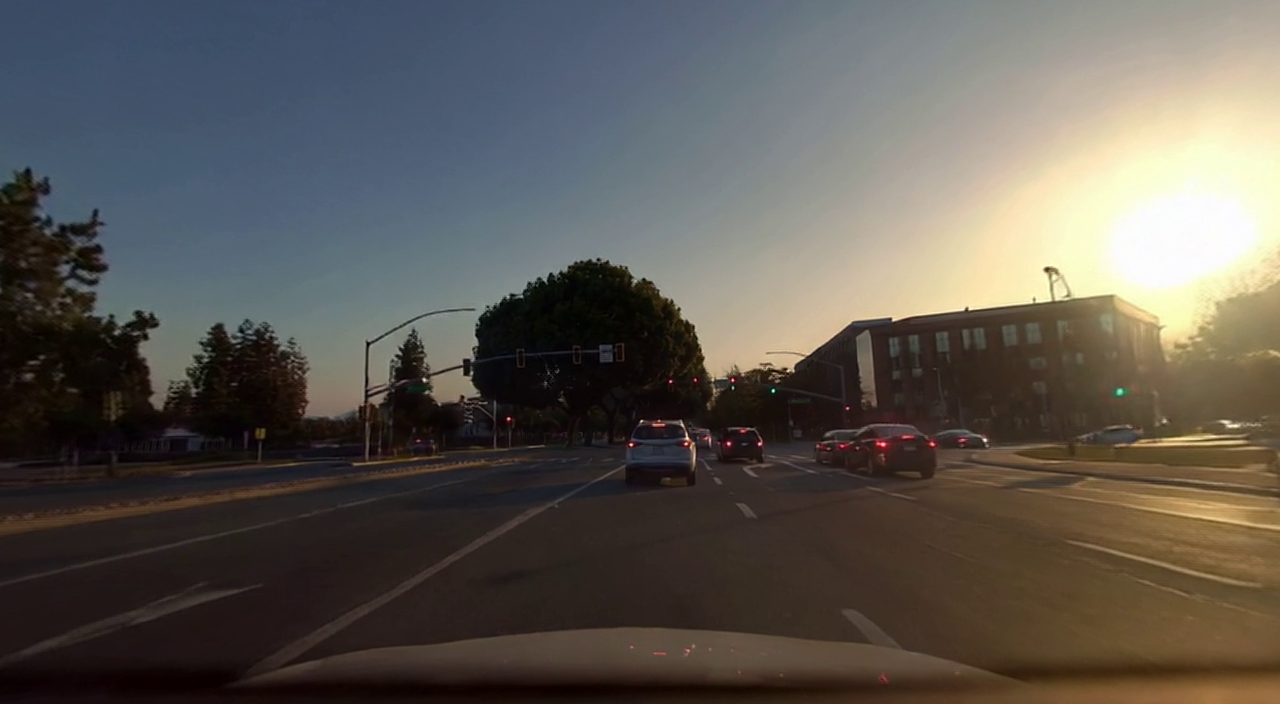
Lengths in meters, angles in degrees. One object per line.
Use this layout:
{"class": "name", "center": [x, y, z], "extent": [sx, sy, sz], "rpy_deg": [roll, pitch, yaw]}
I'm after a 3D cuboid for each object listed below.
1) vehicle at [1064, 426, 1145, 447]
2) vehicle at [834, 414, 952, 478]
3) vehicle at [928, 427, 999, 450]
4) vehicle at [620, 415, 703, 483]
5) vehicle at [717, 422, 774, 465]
{"class": "vehicle", "center": [34.479, 6.297, 47.071], "extent": [4.596, 1.468, 1.785], "rpy_deg": [-5, -10, 31]}
{"class": "vehicle", "center": [7.873, 3.003, 20.173], "extent": [2.074, 1.791, 4.393], "rpy_deg": [-1, -9, 3]}
{"class": "vehicle", "center": [23.514, 6.302, 45.977], "extent": [4.482, 1.465, 1.831], "rpy_deg": [-3, -11, 29]}
{"class": "vehicle", "center": [0.677, 2.904, 18.943], "extent": [2.211, 1.795, 4.179], "rpy_deg": [-1, -9, 3]}
{"class": "vehicle", "center": [4.698, 4.199, 28.800], "extent": [2.188, 1.774, 4.646], "rpy_deg": [-1, -9, 5]}
